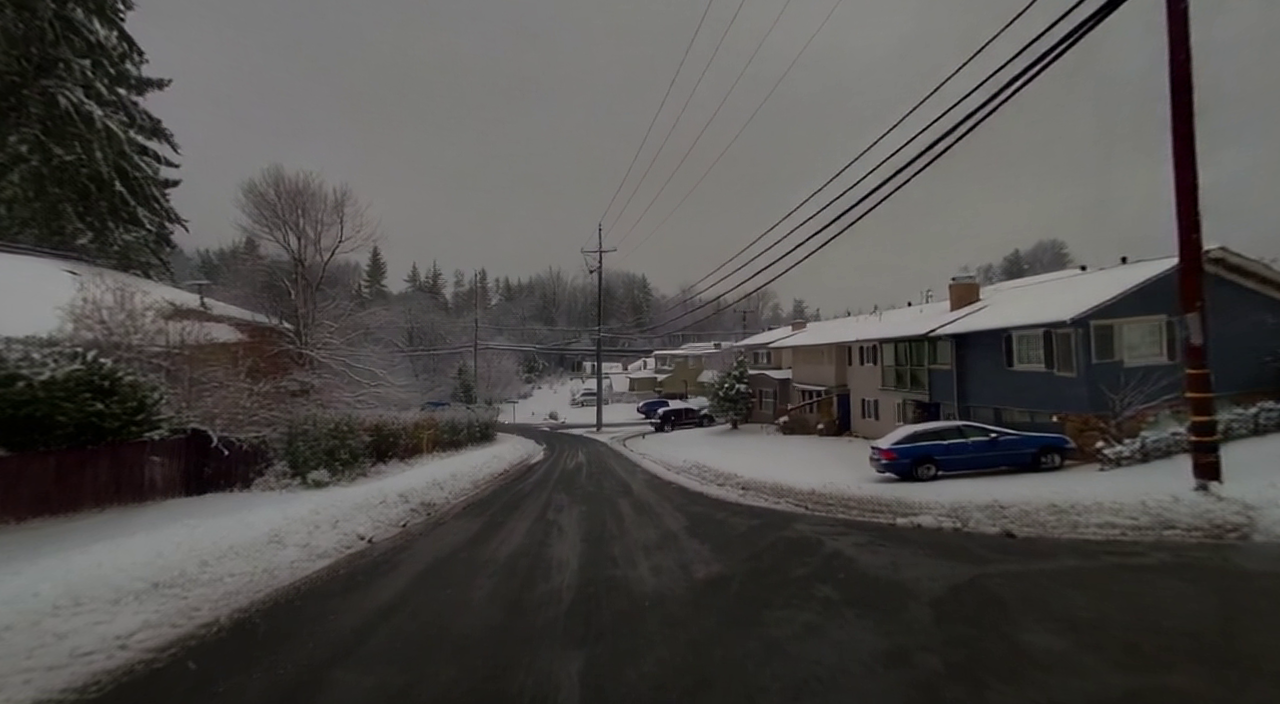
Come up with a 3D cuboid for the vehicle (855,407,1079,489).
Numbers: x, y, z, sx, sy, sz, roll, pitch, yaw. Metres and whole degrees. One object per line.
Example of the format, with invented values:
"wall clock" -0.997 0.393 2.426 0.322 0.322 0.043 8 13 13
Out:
"vehicle" 8.797 2.644 16.936 5.663 1.913 2.170 5 -10 -23
